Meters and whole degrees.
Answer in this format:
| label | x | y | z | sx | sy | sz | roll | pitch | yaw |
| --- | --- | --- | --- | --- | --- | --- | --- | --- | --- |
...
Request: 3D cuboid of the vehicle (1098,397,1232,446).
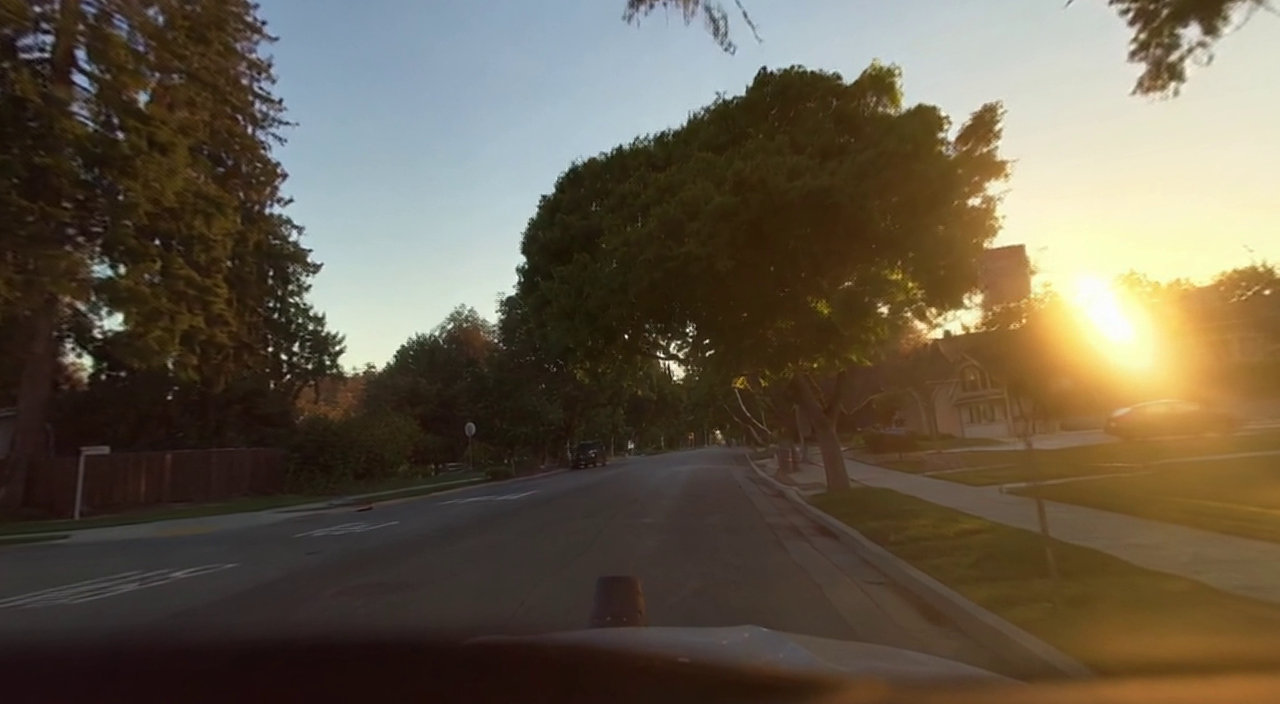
| label | x | y | z | sx | sy | sz | roll | pitch | yaw |
| --- | --- | --- | --- | --- | --- | --- | --- | --- | --- |
| vehicle | 18.956 | 2.620 | 23.080 | 1.806 | 1.481 | 4.671 | -6 | -10 | 14 |
